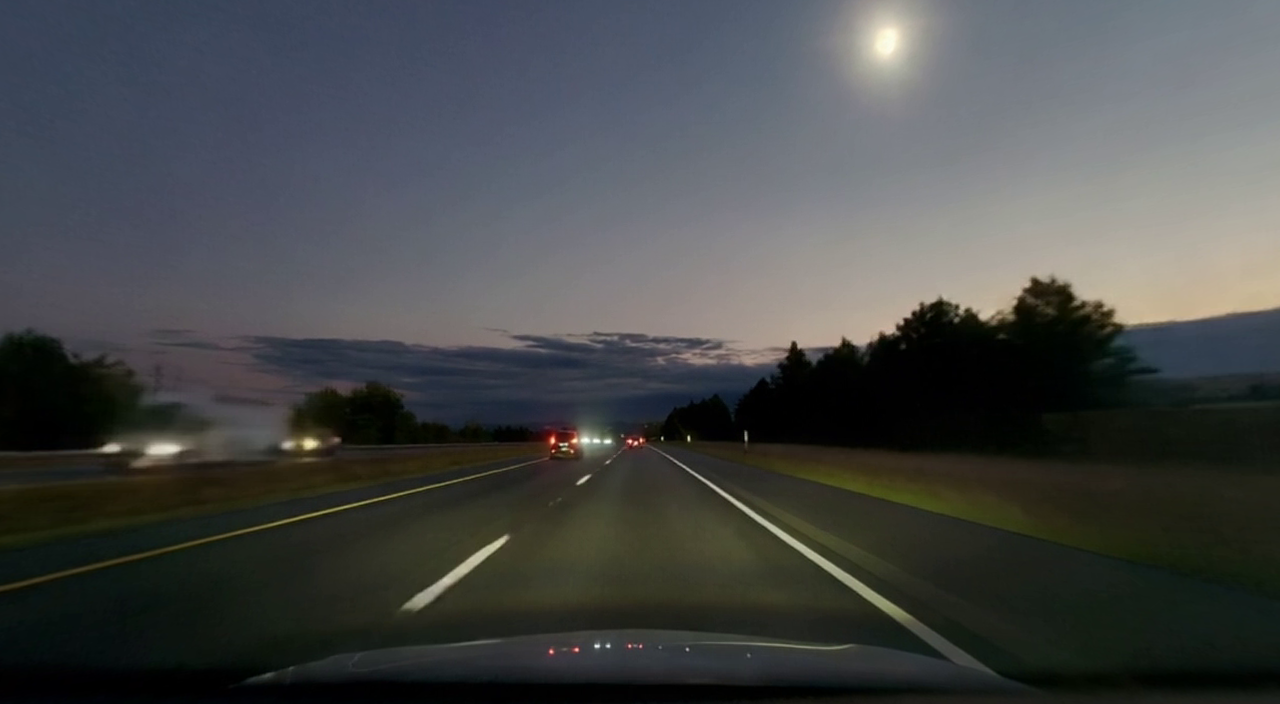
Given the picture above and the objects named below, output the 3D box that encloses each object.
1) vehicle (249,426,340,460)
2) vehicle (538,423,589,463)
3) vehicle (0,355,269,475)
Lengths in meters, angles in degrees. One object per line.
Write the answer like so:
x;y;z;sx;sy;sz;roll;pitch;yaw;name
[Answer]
-16.533;4.397;30.384;1.832;1.517;4.537;0;-8;0;vehicle
-4.120;5.034;34.817;2.241;2.034;4.890;0;-8;-1;vehicle
-12.630;1.727;16.219;2.427;2.525;5.934;0;-8;0;vehicle
